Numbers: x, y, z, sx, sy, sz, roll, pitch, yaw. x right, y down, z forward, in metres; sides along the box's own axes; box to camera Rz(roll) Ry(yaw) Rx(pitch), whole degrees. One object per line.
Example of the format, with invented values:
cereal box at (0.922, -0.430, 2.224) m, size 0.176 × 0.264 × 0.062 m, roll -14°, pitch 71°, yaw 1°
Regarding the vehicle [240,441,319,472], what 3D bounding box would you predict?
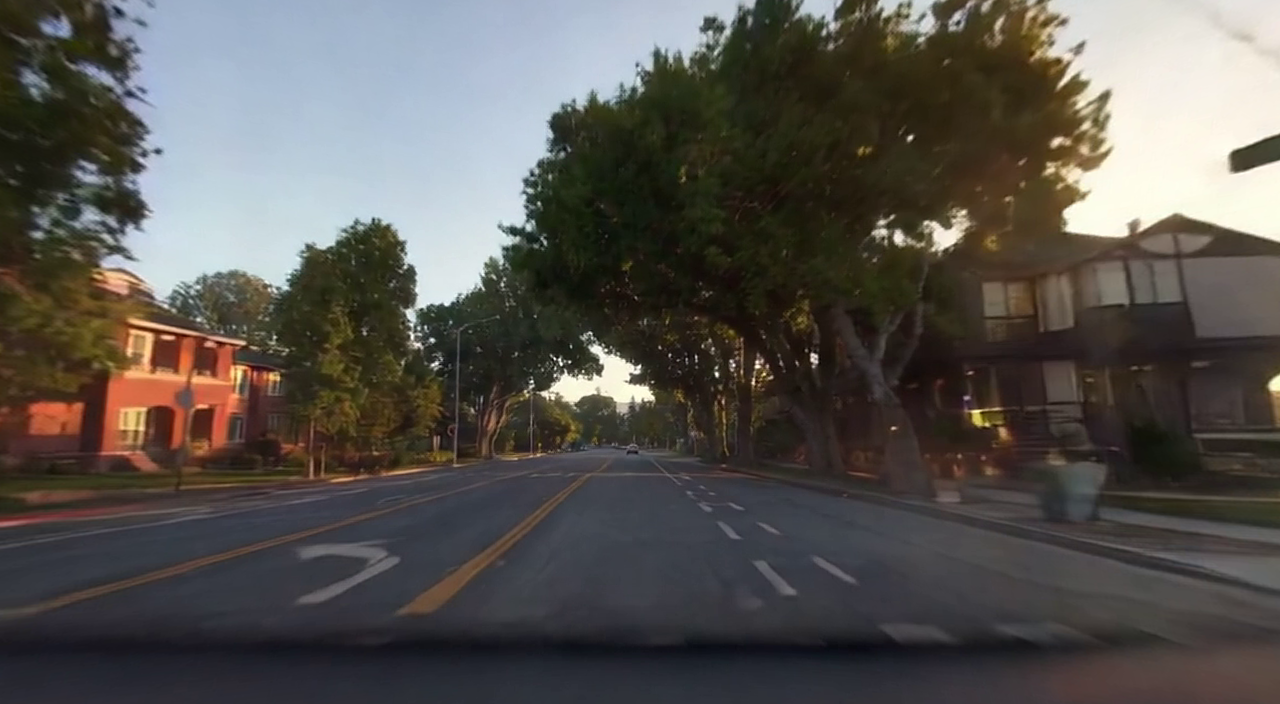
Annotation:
vehicle at (-23.490, 6.826, 41.508) m, size 2.192 × 1.901 × 5.889 m, roll 1°, pitch -9°, yaw -6°
